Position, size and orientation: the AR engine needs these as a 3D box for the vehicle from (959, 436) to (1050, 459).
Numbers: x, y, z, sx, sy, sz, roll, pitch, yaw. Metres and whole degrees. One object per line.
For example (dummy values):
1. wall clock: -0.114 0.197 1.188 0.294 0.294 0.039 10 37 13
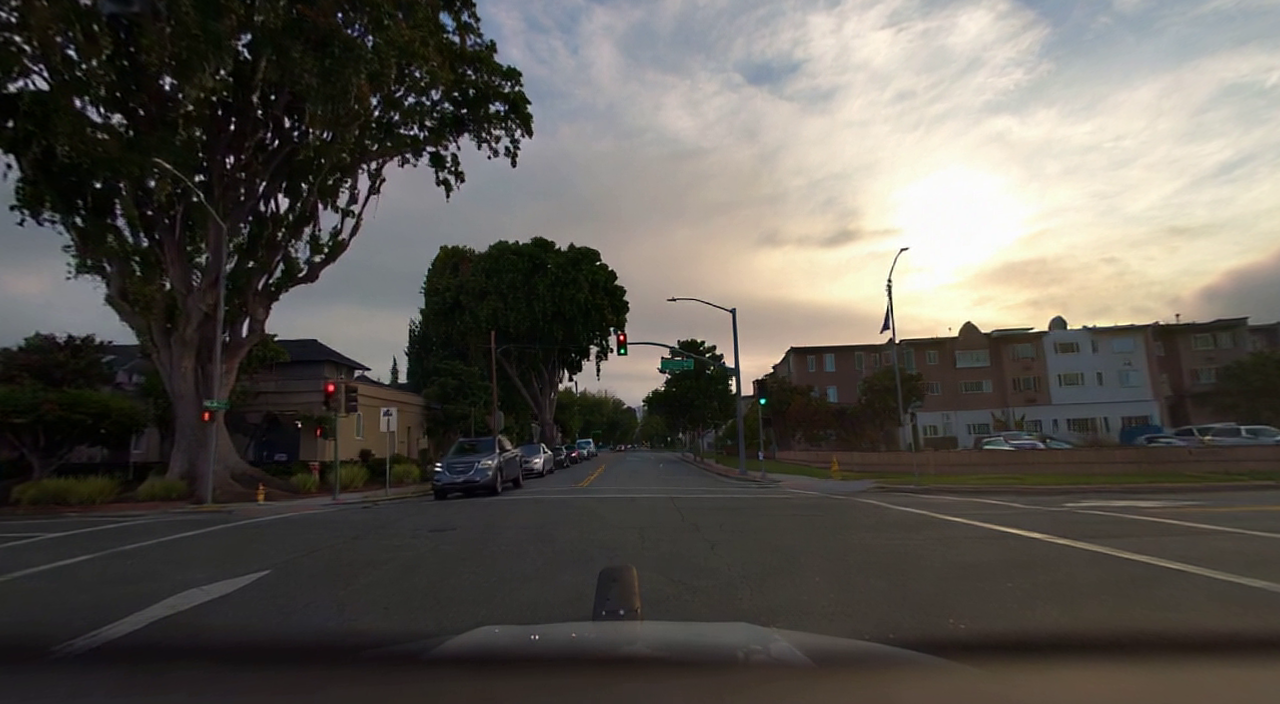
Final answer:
1. vehicle: 25.067 6.600 43.564 5.172 1.515 1.851 0 -8 -2

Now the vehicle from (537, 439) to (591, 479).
1. vehicle: -3.667 5.260 31.272 2.120 1.783 4.788 0 -9 -1

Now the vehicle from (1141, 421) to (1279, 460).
1. vehicle: 33.282 5.197 36.963 5.969 2.149 2.331 0 -9 -3

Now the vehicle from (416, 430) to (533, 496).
1. vehicle: -6.586 4.536 26.459 2.896 2.339 7.322 0 -9 0
